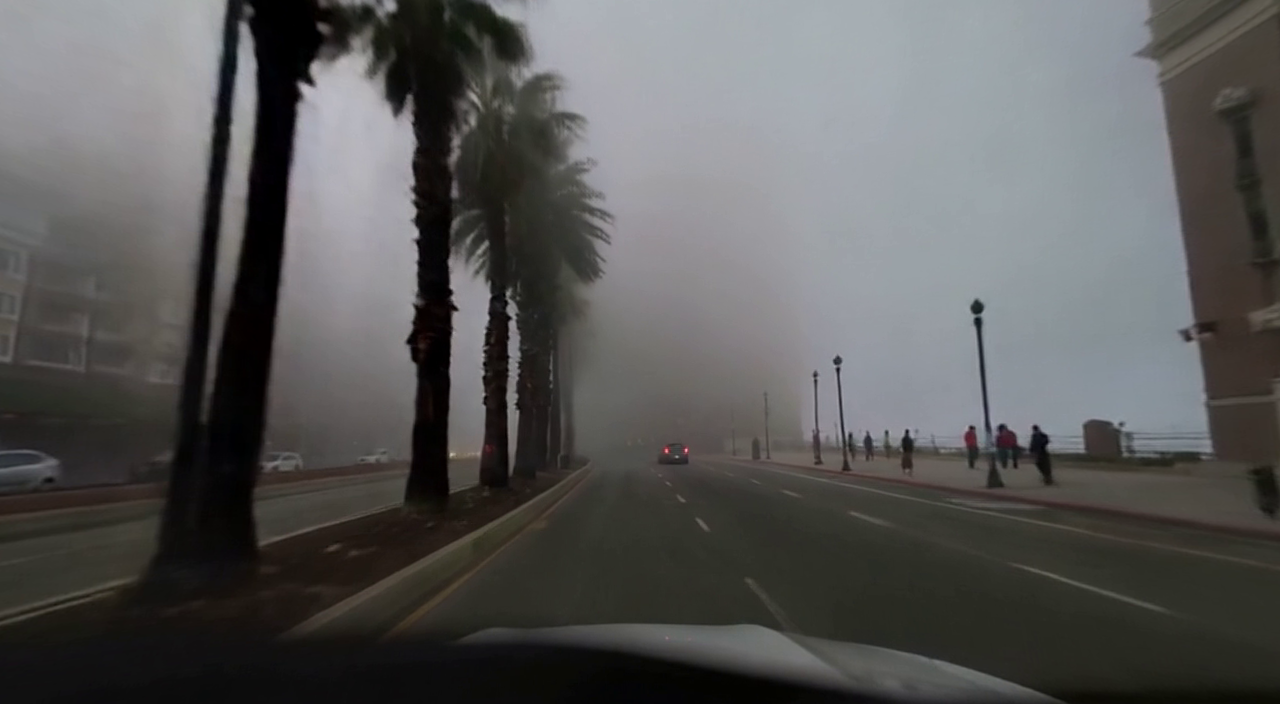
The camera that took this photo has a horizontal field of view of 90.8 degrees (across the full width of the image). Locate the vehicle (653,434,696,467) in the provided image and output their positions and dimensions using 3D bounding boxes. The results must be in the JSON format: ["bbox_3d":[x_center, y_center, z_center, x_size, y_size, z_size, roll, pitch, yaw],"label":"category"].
[{"bbox_3d":[2.228,6.645,42.665,2.284,2.010,6.670,0,-9,-2],"label":"vehicle"}]

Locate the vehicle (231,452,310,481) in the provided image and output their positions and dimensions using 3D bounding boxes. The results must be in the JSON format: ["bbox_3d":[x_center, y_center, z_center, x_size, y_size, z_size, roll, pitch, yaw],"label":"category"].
[{"bbox_3d":[-21.806,6.728,37.492,1.866,1.553,4.835,0,-9,-2],"label":"vehicle"}]

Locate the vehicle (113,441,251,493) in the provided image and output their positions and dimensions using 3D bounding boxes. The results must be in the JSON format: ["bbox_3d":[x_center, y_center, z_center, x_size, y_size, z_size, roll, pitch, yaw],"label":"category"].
[{"bbox_3d":[-18.399,4.606,25.734,2.136,1.890,4.670,0,-9,-1],"label":"vehicle"}]
